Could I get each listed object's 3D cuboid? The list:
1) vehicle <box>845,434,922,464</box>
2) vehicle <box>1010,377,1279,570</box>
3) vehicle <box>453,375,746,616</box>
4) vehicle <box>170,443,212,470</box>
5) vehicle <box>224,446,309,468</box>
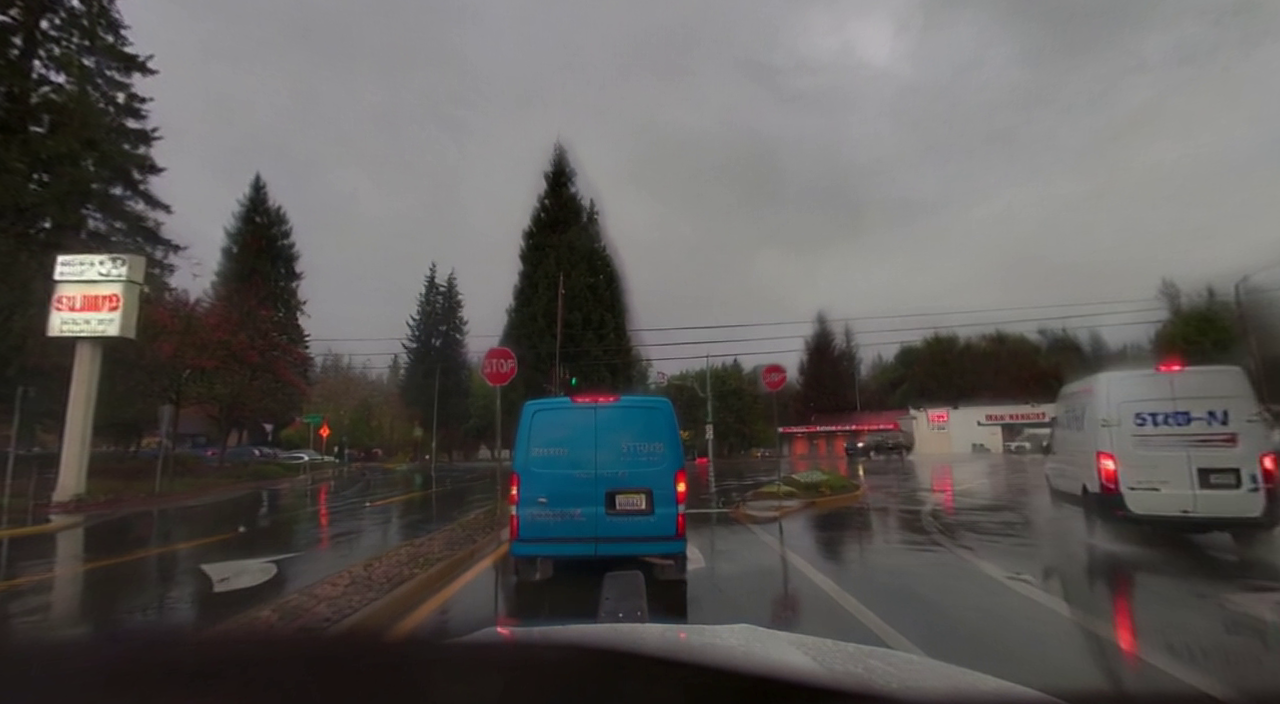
[{"bbox_3d":[14.558,5.792,37.690,4.512,1.659,1.985,6,-10,-34],"label":"vehicle"},{"bbox_3d":[7.824,1.812,10.145,2.385,2.196,5.640,-3,-9,23],"label":"vehicle"},{"bbox_3d":[-0.228,1.433,7.182,2.237,1.828,4.546,0,-9,2],"label":"vehicle"},{"bbox_3d":[-29.822,6.949,42.089,1.913,1.682,4.120,5,-10,-31],"label":"vehicle"},{"bbox_3d":[-25.936,7.273,43.984,4.670,1.472,1.851,1,-9,-9],"label":"vehicle"}]
